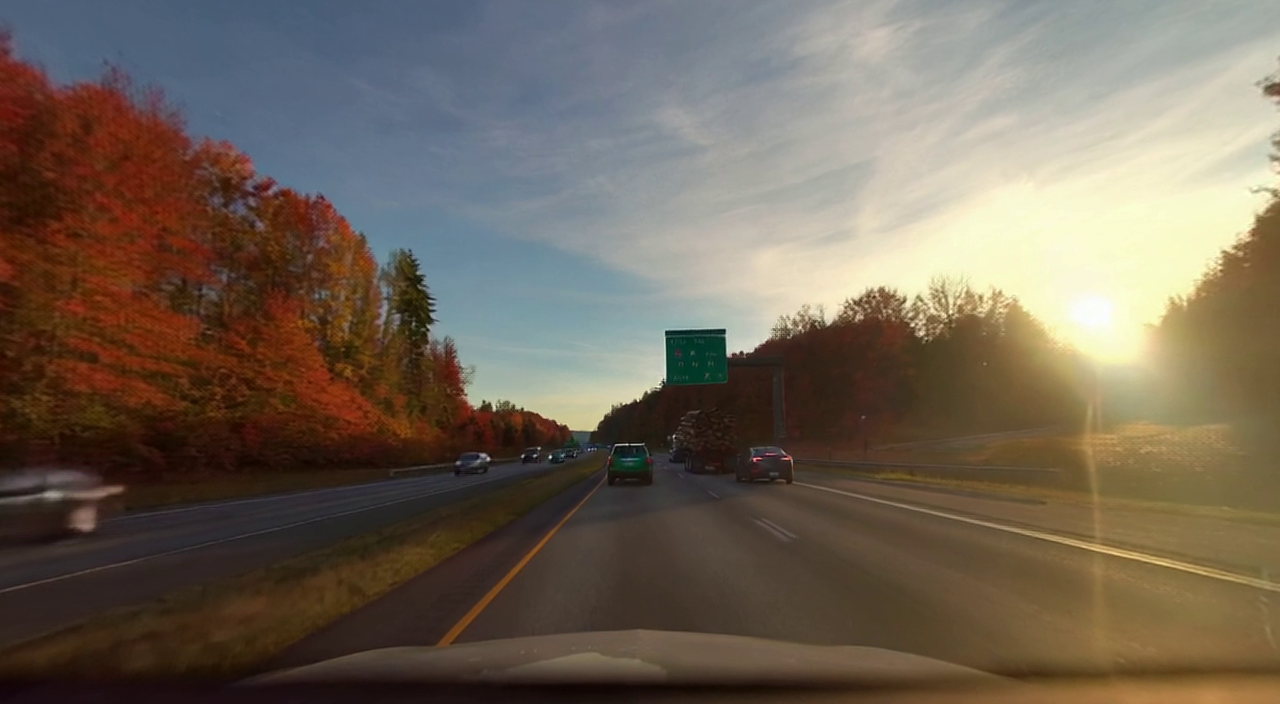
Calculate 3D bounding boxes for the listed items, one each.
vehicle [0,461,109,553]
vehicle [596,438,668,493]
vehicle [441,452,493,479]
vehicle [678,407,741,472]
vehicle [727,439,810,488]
[{"bbox_3d":[-12.658,2.866,11.444,1.987,1.612,4.522,0,-9,-1],"label":"vehicle"},{"bbox_3d":[-0.293,3.860,21.697,2.263,1.699,3.936,0,-9,-1],"label":"vehicle"},{"bbox_3d":[-12.154,8.014,44.471,2.191,1.683,4.795,-1,-9,2],"label":"vehicle"},{"bbox_3d":[4.538,5.991,42.637,3.125,3.895,8.461,0,-9,-1],"label":"vehicle"},{"bbox_3d":[4.785,4.229,24.074,2.057,1.660,4.525,0,-9,-2],"label":"vehicle"}]
